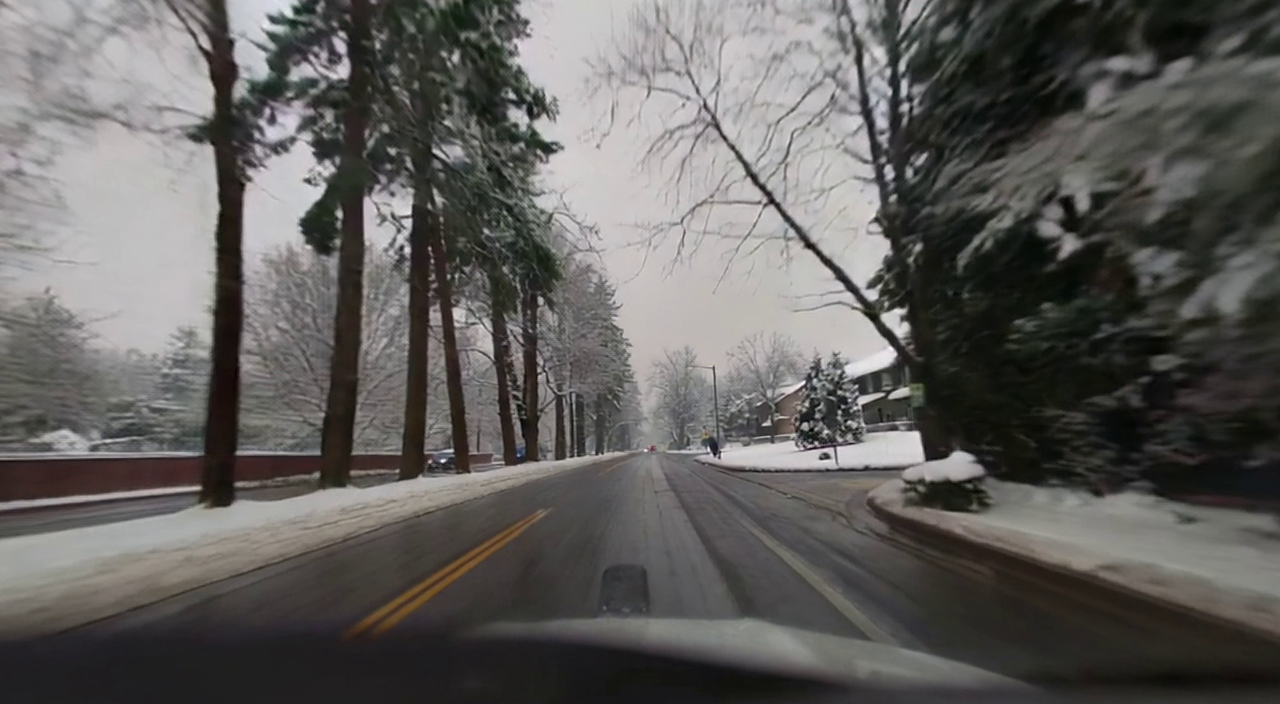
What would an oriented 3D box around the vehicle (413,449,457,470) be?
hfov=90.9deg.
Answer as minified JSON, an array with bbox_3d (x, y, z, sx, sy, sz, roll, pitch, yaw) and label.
[{"bbox_3d":[-15.642,8.198,48.383,1.942,1.481,4.412,0,-8,-1],"label":"vehicle"}]
